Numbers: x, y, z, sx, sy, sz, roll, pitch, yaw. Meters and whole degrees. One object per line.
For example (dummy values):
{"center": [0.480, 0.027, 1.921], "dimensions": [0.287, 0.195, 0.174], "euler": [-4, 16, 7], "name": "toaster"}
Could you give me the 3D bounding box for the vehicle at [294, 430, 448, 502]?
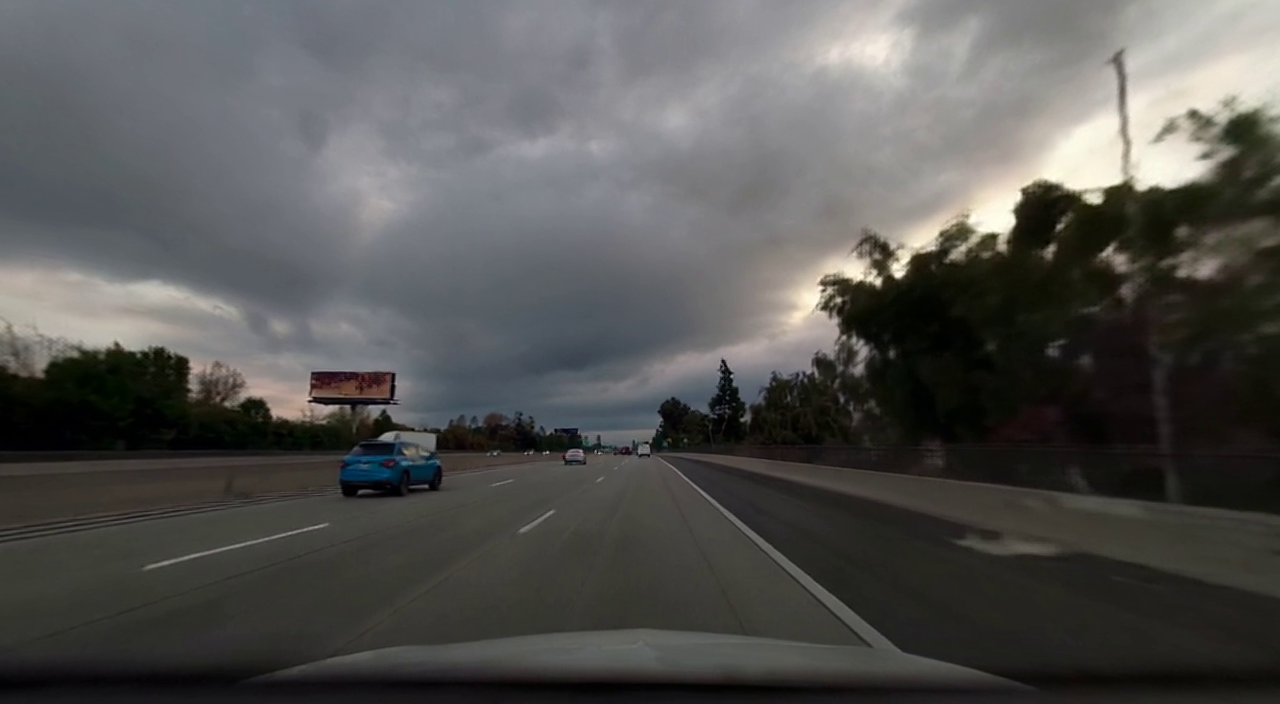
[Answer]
{"center": [-7.172, 3.090, 17.470], "dimensions": [2.055, 1.683, 4.804], "euler": [0, -9, 1], "name": "vehicle"}
